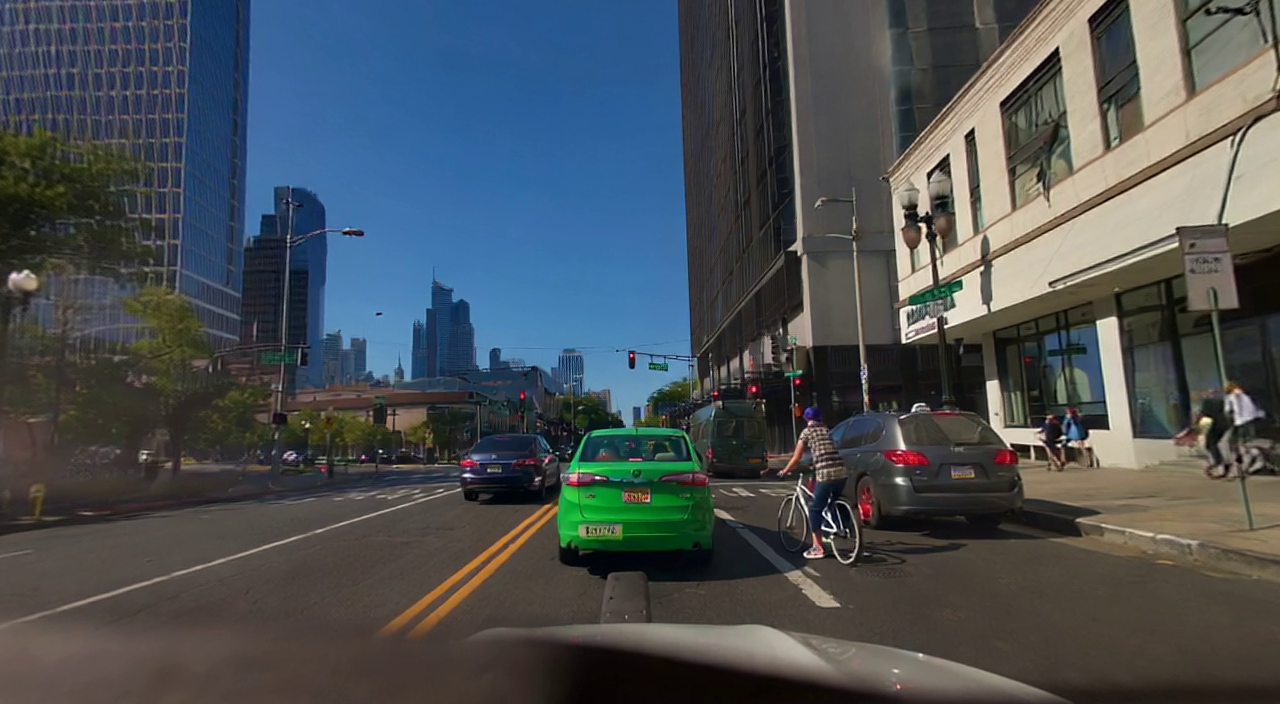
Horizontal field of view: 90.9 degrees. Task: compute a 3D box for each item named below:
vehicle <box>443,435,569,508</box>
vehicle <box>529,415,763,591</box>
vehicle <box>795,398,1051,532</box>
[{"bbox_3d":[-2.967,2.762,15.034,2.039,1.452,4.489,0,-9,0],"label":"vehicle"},{"bbox_3d":[0.038,1.655,7.722,2.091,1.557,4.000,0,-9,0],"label":"vehicle"},{"bbox_3d":[4.505,1.910,11.141,2.142,1.829,4.767,0,-9,-2],"label":"vehicle"}]
